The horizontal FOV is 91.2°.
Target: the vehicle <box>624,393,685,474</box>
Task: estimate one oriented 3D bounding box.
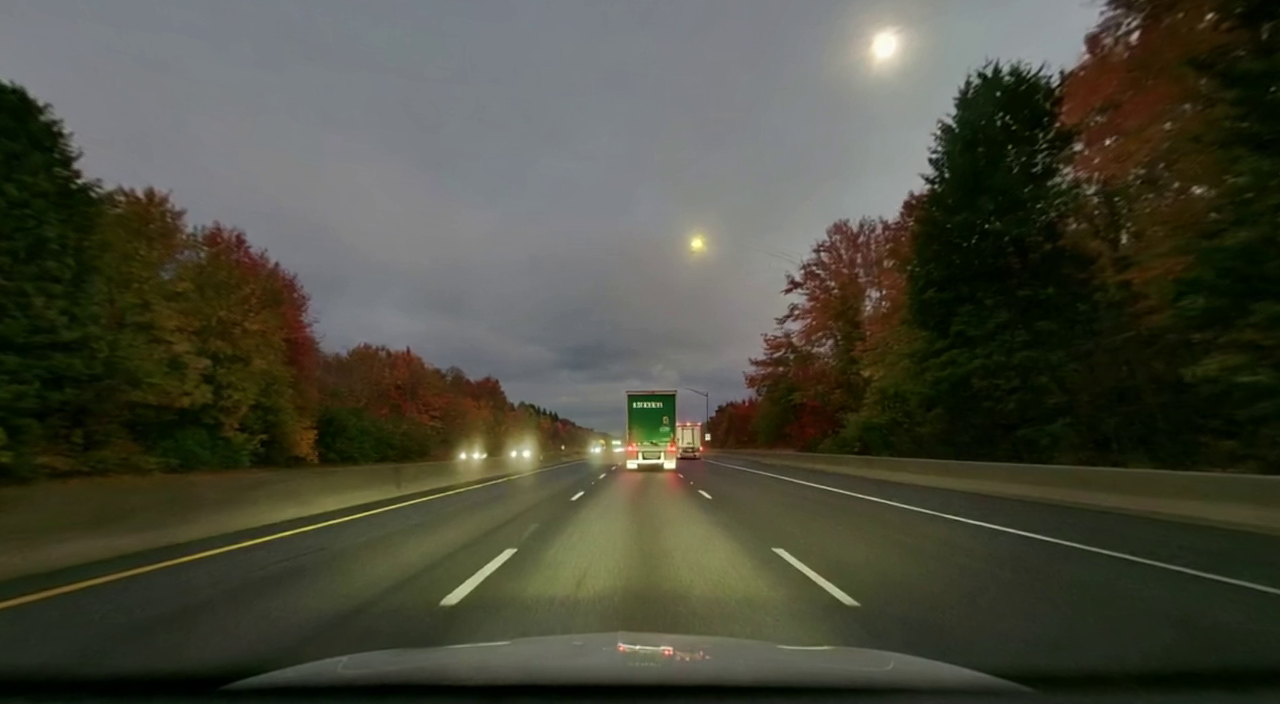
[{"bbox_3d":[0.638,4.915,37.149,3.057,4.073,10.792,0,-9,-1],"label":"vehicle"}]
